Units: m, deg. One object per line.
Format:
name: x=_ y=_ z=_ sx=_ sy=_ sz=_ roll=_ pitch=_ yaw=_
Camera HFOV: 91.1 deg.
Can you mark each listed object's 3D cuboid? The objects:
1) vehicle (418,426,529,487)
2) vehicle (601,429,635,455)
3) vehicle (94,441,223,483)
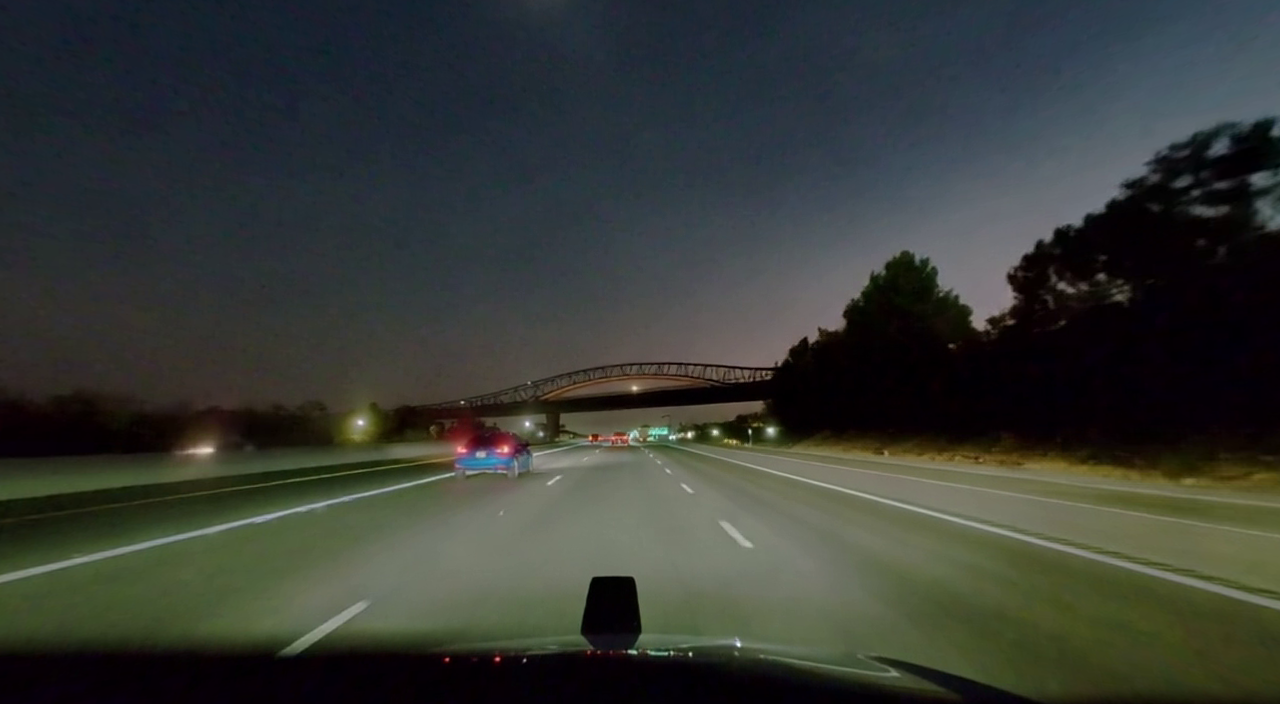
vehicle: x=-4.643 y=2.974 z=18.322 sx=2.017 sy=1.537 sz=4.496 roll=0 pitch=-8 yaw=0
vehicle: x=-1.415 y=5.925 z=41.512 sx=2.116 sy=1.625 sz=4.004 roll=0 pitch=-8 yaw=-1
vehicle: x=-20.858 y=4.746 z=27.546 sx=1.923 sy=1.590 sz=4.742 roll=0 pitch=-8 yaw=-1
